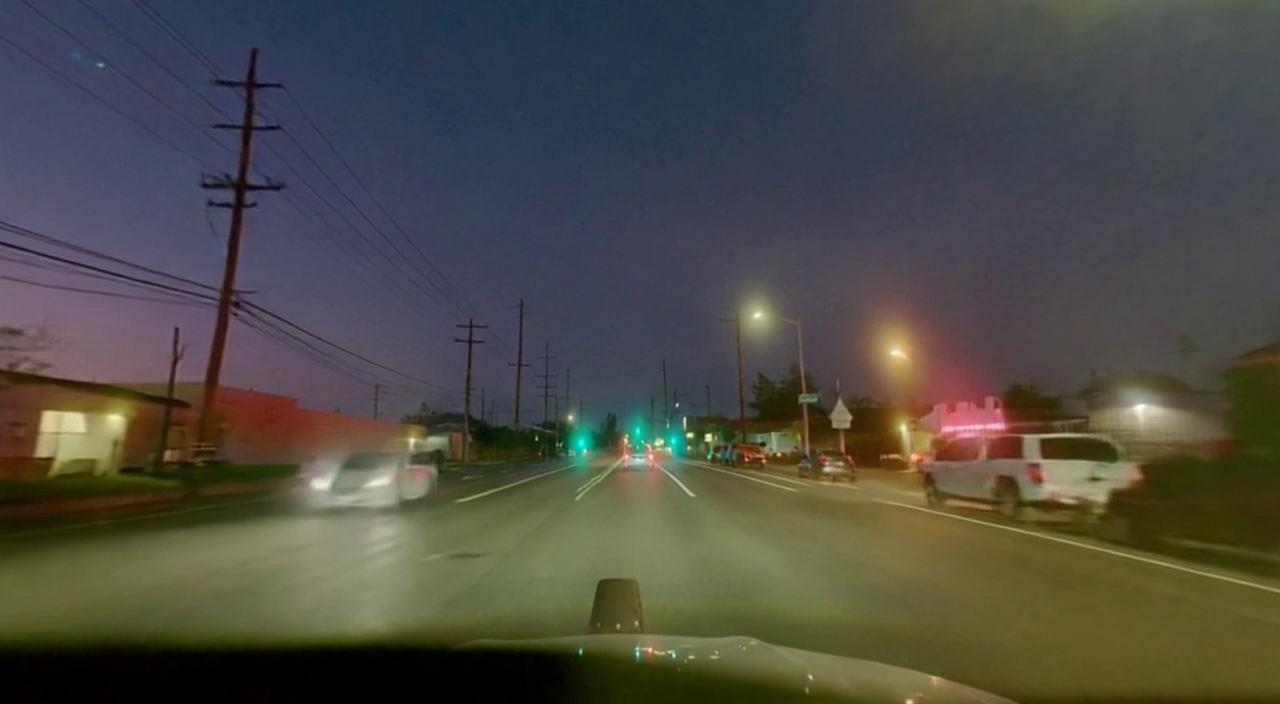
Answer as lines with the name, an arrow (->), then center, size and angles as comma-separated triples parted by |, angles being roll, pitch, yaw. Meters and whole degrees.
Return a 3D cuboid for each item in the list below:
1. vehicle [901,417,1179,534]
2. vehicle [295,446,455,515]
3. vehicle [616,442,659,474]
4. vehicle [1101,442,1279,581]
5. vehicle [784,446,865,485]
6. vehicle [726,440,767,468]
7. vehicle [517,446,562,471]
vehicle -> 7.771, 2.441, 13.222 | 2.188, 1.903, 5.324 | 0, -8, -2
vehicle -> -6.460, 3.140, 16.114 | 2.018, 1.466, 4.631 | -1, -8, 1
vehicle -> -0.152, 5.523, 33.136 | 2.067, 1.547, 4.513 | 0, -8, -1
vehicle -> 7.837, 1.750, 7.014 | 1.833, 1.475, 4.648 | 0, -8, -1
vehicle -> 7.727, 4.751, 26.932 | 1.936, 1.479, 4.736 | 0, -8, -1
vehicle -> 7.671, 7.401, 46.016 | 2.026, 1.851, 4.360 | 0, -8, -2
vehicle -> -6.354, 6.789, 40.446 | 1.992, 1.476, 4.682 | -1, -8, 1
